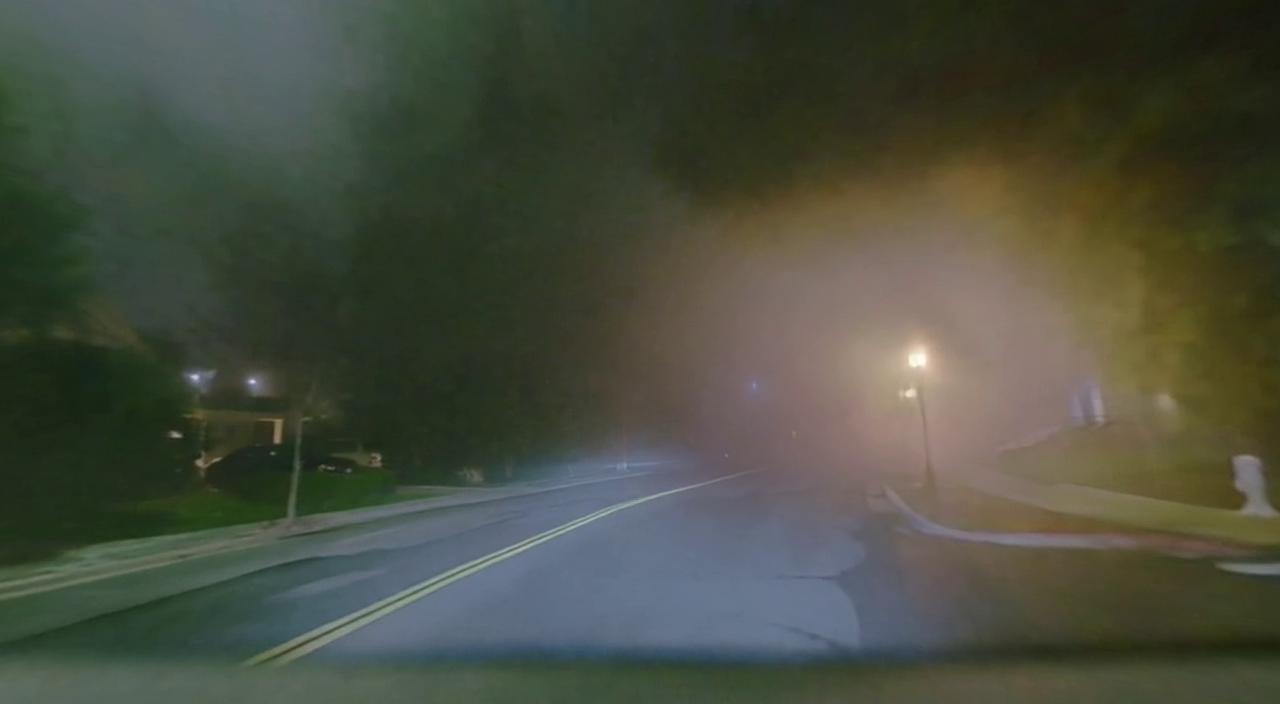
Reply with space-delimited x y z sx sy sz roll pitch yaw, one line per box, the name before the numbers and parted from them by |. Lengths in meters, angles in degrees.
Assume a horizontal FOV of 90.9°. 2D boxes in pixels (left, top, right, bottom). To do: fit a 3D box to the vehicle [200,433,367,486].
vehicle | -11.989 3.648 21.587 4.485 1.663 2.111 2 -9 -15
